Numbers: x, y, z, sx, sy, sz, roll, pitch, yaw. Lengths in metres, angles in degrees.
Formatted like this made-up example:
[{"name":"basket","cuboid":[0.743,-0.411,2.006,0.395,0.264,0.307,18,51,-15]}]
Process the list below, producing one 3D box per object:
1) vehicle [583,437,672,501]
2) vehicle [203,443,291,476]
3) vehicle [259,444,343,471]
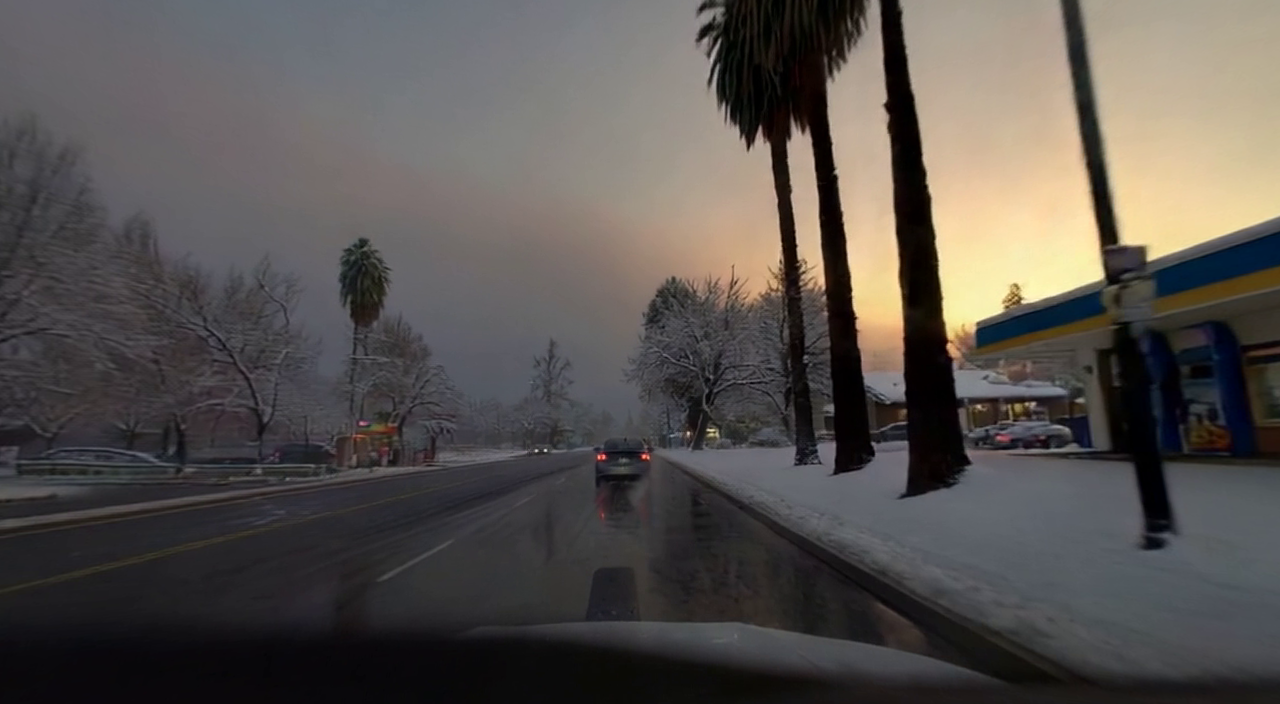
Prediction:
[{"name":"vehicle","cuboid":[-0.321,3.058,16.937,2.076,1.486,4.119,0,-8,-1]},{"name":"vehicle","cuboid":[-23.012,6.272,36.955,4.573,1.725,2.054,-5,-8,23]},{"name":"vehicle","cuboid":[-23.228,7.195,43.262,5.293,1.771,2.194,-4,-9,25]}]
